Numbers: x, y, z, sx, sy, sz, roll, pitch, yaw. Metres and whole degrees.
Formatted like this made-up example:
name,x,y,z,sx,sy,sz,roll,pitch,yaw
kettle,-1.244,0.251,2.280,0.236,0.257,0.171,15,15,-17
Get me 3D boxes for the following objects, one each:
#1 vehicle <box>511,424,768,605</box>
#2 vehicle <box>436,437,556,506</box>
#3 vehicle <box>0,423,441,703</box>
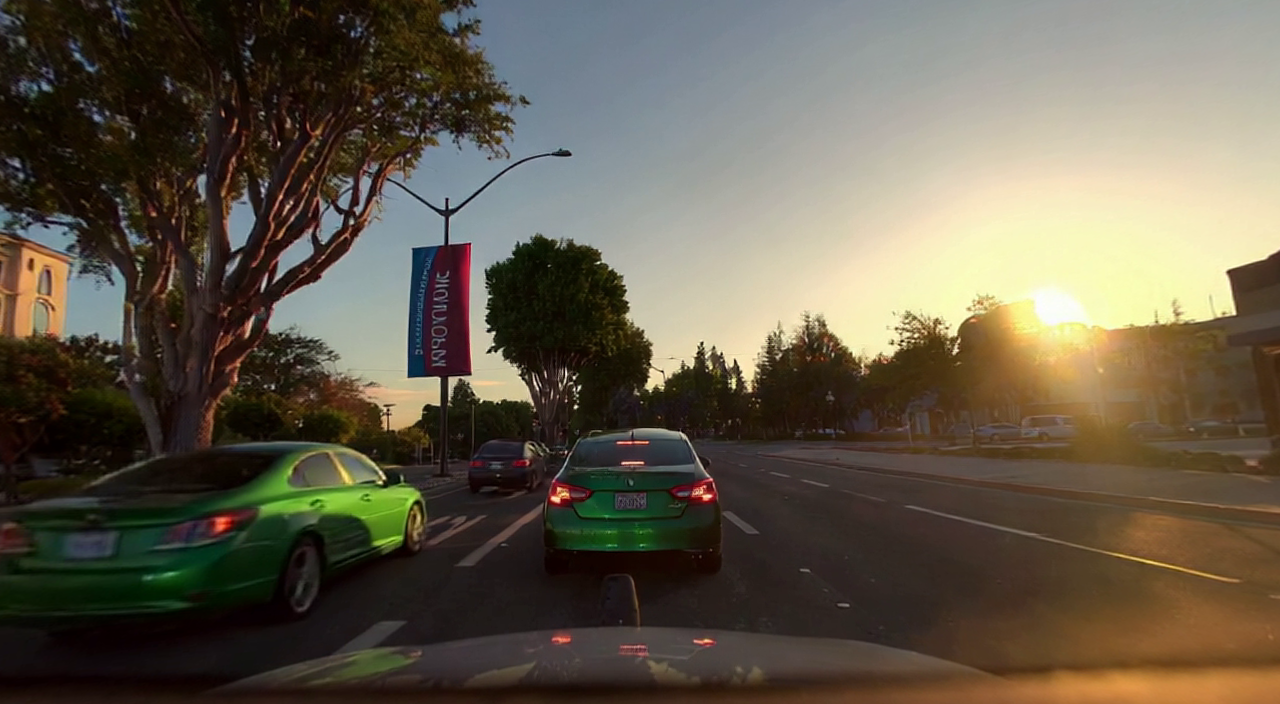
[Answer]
name,x,y,z,sx,sy,sz,roll,pitch,yaw
vehicle,-0.062,1.642,7.292,2.126,1.475,3.967,0,-8,-2
vehicle,-3.459,2.947,16.098,1.961,1.487,4.453,0,-8,1
vehicle,-3.352,1.402,5.337,1.952,1.431,4.383,0,-8,-1
